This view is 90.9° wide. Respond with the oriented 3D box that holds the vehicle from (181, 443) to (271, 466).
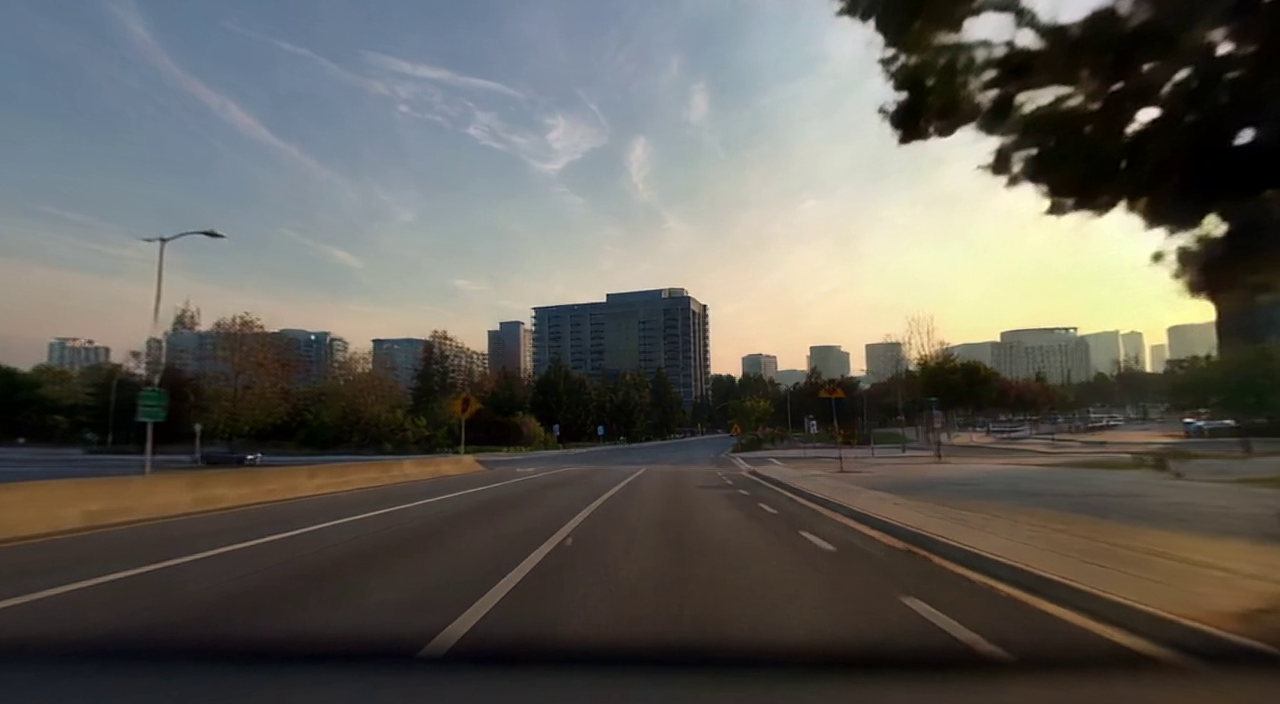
[{"bbox_3d":[-28.079,6.943,42.855,4.935,1.476,2.141,-2,-8,12],"label":"vehicle"}]
